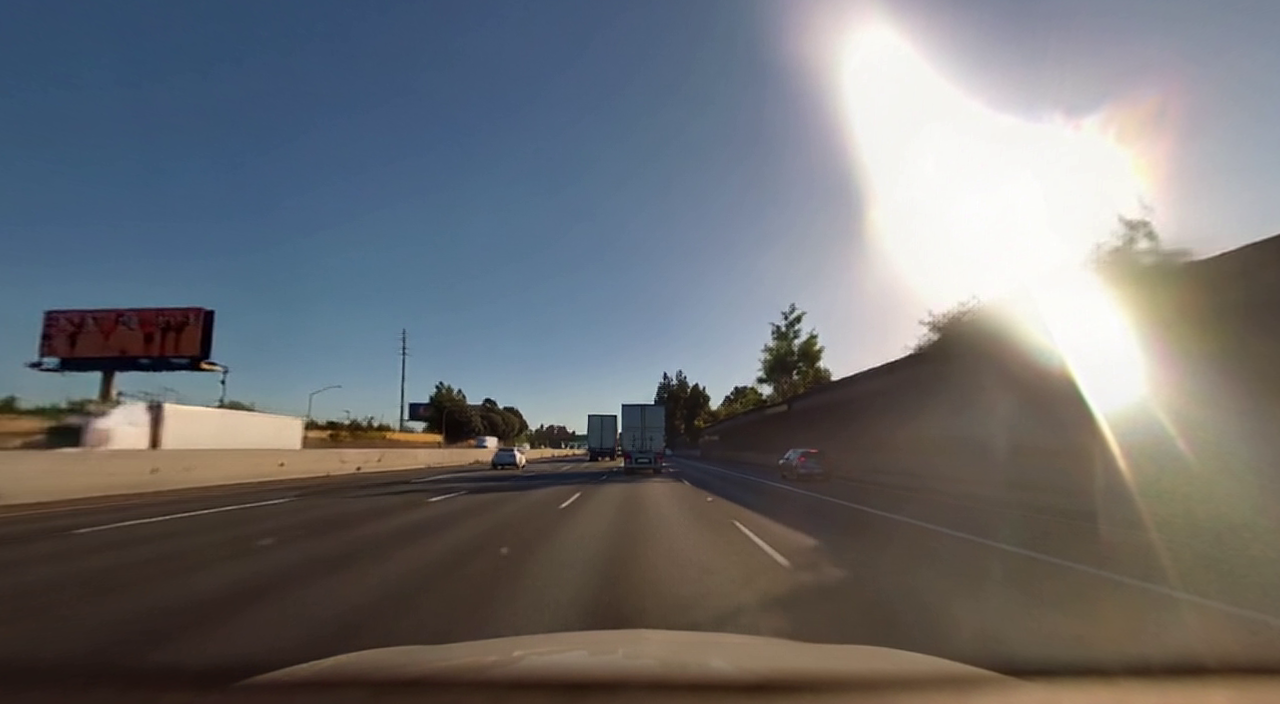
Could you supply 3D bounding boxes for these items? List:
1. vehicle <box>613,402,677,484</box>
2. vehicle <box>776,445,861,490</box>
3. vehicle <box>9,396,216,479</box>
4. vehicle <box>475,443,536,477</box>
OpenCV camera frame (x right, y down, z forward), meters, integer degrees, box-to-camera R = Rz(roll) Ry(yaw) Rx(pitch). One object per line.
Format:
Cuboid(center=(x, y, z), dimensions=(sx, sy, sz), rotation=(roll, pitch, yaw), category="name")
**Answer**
Cuboid(center=(0.174, 5.103, 36.967), dimensions=(3.054, 3.944, 11.230), rotation=(-2, -6, -1), category="vehicle")
Cuboid(center=(6.819, 4.424, 24.583), dimensions=(1.969, 1.560, 4.394), rotation=(0, -8, -1), category="vehicle")
Cuboid(center=(-25.435, 4.243, 31.205), dimensions=(3.022, 3.551, 8.023), rotation=(-1, -8, 2), category="vehicle")
Cuboid(center=(-6.726, 5.430, 31.978), dimensions=(1.992, 1.547, 4.673), rotation=(0, -8, 1), category="vehicle")
